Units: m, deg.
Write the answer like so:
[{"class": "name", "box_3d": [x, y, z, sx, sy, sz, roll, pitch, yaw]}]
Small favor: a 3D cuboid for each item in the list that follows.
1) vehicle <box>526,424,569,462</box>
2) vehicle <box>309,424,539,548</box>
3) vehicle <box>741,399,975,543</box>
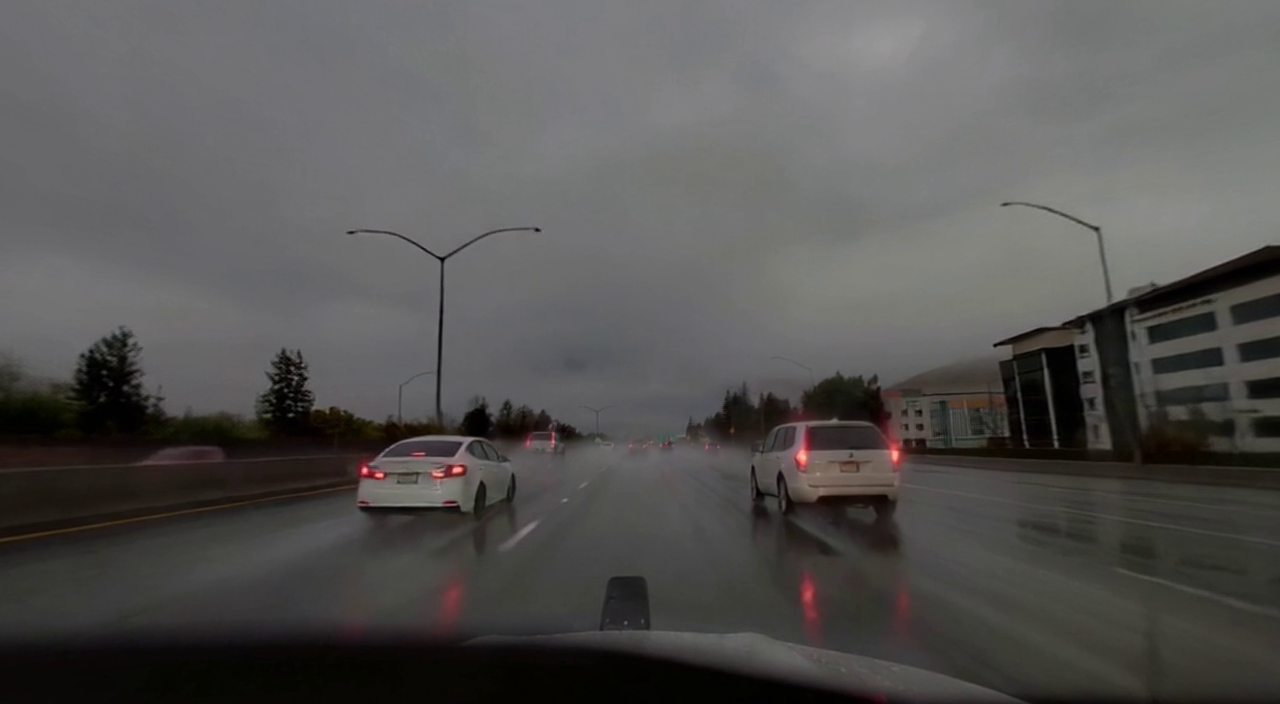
[{"class": "vehicle", "box_3d": [-7.176, 7.171, 49.698, 2.362, 2.778, 6.630, 0, -8, 0]}, {"class": "vehicle", "box_3d": [-3.129, 2.051, 10.410, 2.080, 1.542, 4.718, 0, -8, 1]}, {"class": "vehicle", "box_3d": [3.232, 1.901, 10.685, 2.148, 1.852, 4.835, 0, -8, -1]}]
